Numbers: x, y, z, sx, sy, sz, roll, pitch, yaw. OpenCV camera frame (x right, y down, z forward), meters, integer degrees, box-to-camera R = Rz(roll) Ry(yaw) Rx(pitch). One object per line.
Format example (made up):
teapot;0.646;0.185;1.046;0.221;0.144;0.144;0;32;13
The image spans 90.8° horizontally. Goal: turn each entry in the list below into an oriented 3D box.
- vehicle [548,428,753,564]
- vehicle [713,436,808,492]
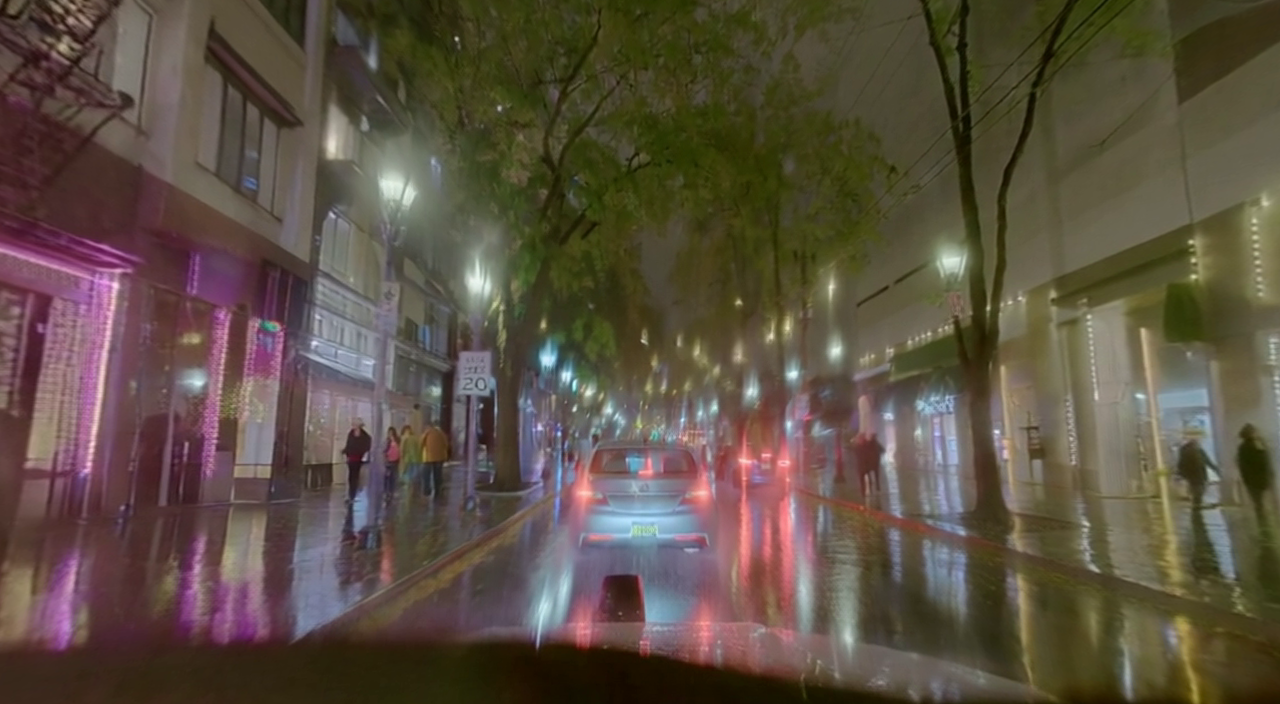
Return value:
vehicle;0.074;1.904;9.097;2.261;1.474;4.130;0;-9;-1
vehicle;3.591;3.433;19.697;2.025;1.523;4.426;0;-9;-1
